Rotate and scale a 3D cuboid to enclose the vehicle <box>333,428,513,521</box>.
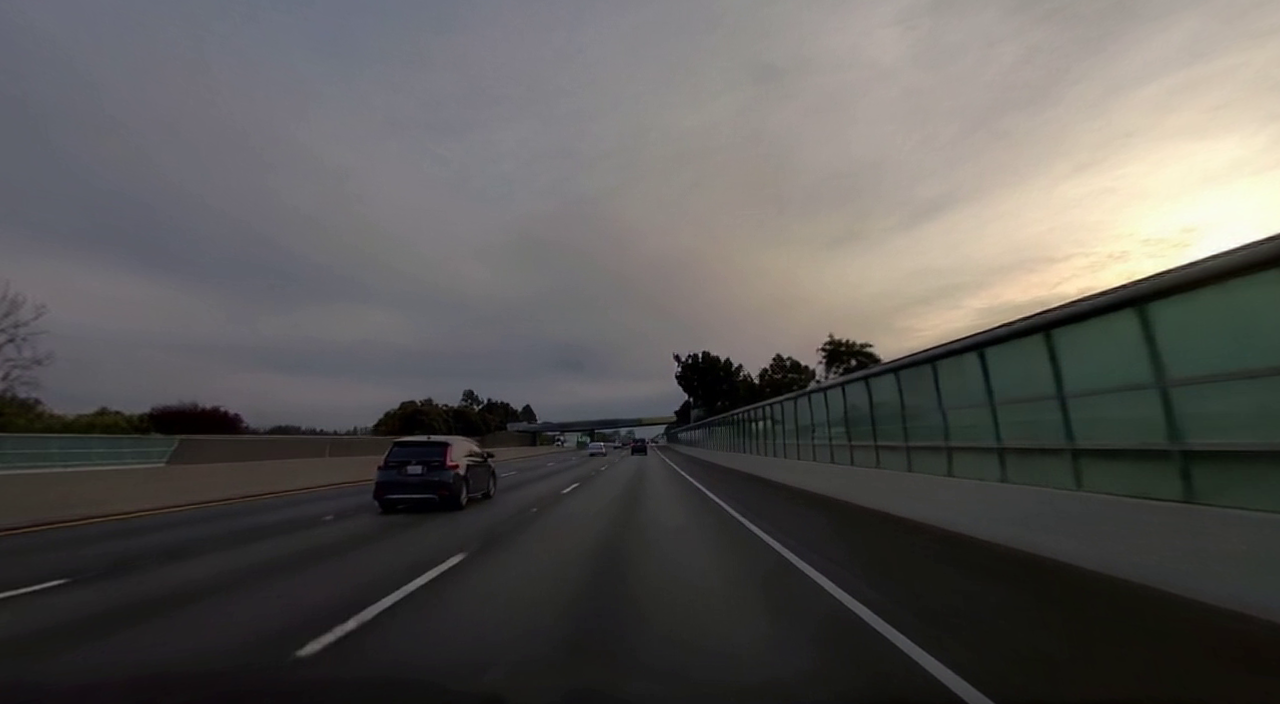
[{"bbox_3d":[-4.055,2.360,12.644,2.059,1.541,4.296,0,-8,0],"label":"vehicle"}]
